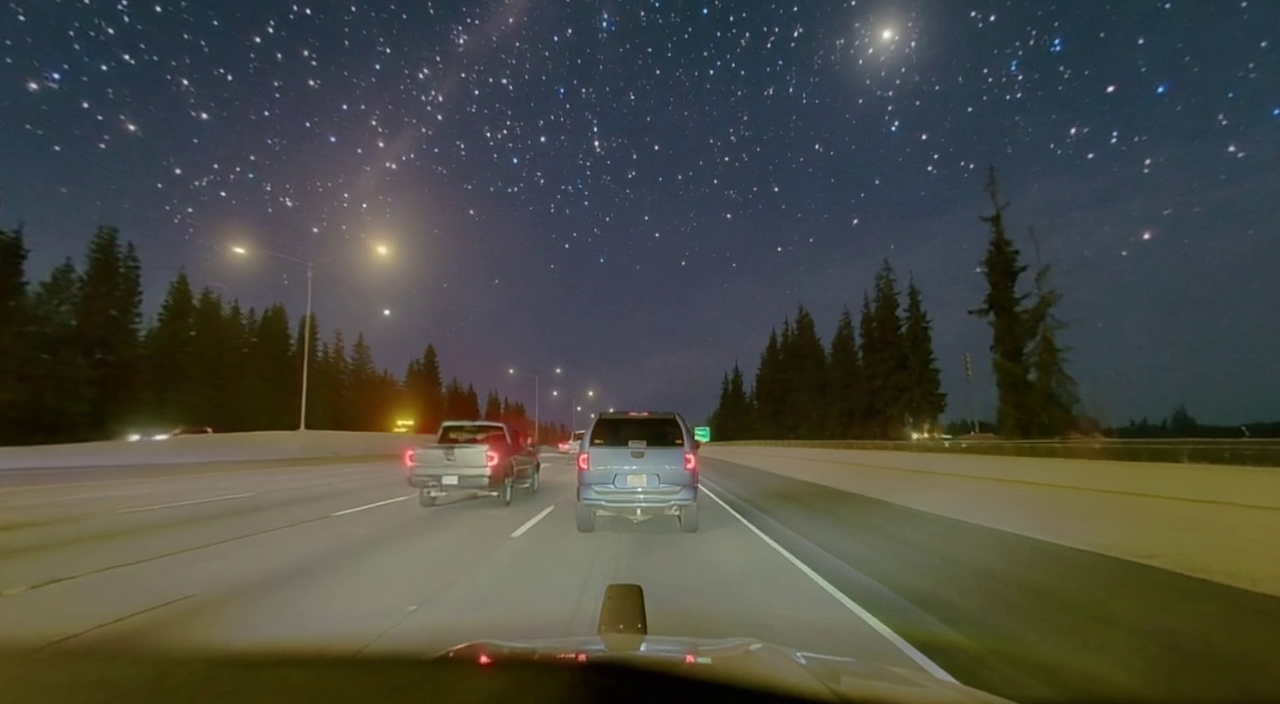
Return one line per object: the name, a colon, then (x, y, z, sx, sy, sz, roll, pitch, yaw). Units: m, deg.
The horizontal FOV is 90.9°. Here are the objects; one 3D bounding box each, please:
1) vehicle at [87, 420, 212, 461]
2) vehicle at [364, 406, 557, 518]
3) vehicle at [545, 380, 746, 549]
vehicle: (-25.126, 4.580, 32.606, 2.386, 1.919, 4.884, 0, -8, 2)
vehicle: (-3.346, 2.254, 13.449, 2.235, 1.826, 6.106, 0, -8, 1)
vehicle: (0.038, 1.690, 9.998, 2.395, 2.013, 4.734, 0, -8, -1)
